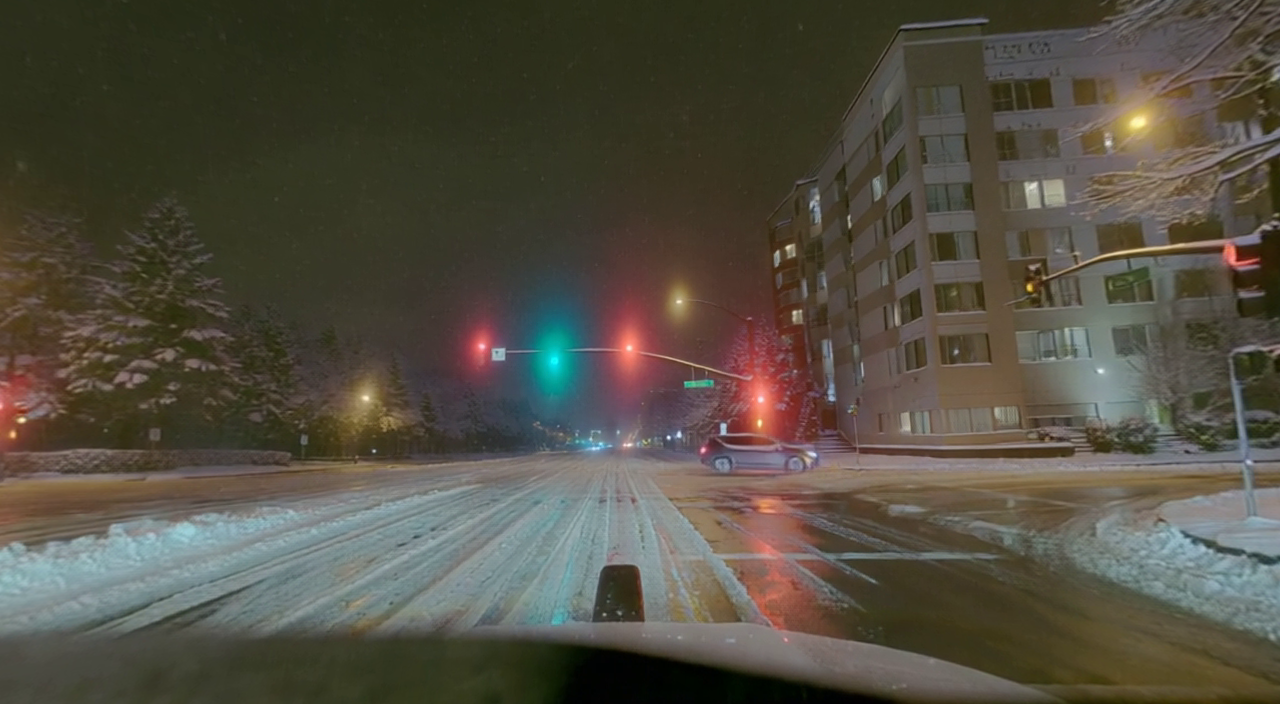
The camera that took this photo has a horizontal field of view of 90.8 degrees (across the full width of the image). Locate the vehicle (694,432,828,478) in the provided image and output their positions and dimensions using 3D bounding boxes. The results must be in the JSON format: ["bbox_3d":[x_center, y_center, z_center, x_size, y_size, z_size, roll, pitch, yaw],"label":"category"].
[{"bbox_3d":[5.156,4.366,26.922,5.357,1.814,2.141,-3,-9,15],"label":"vehicle"}]
